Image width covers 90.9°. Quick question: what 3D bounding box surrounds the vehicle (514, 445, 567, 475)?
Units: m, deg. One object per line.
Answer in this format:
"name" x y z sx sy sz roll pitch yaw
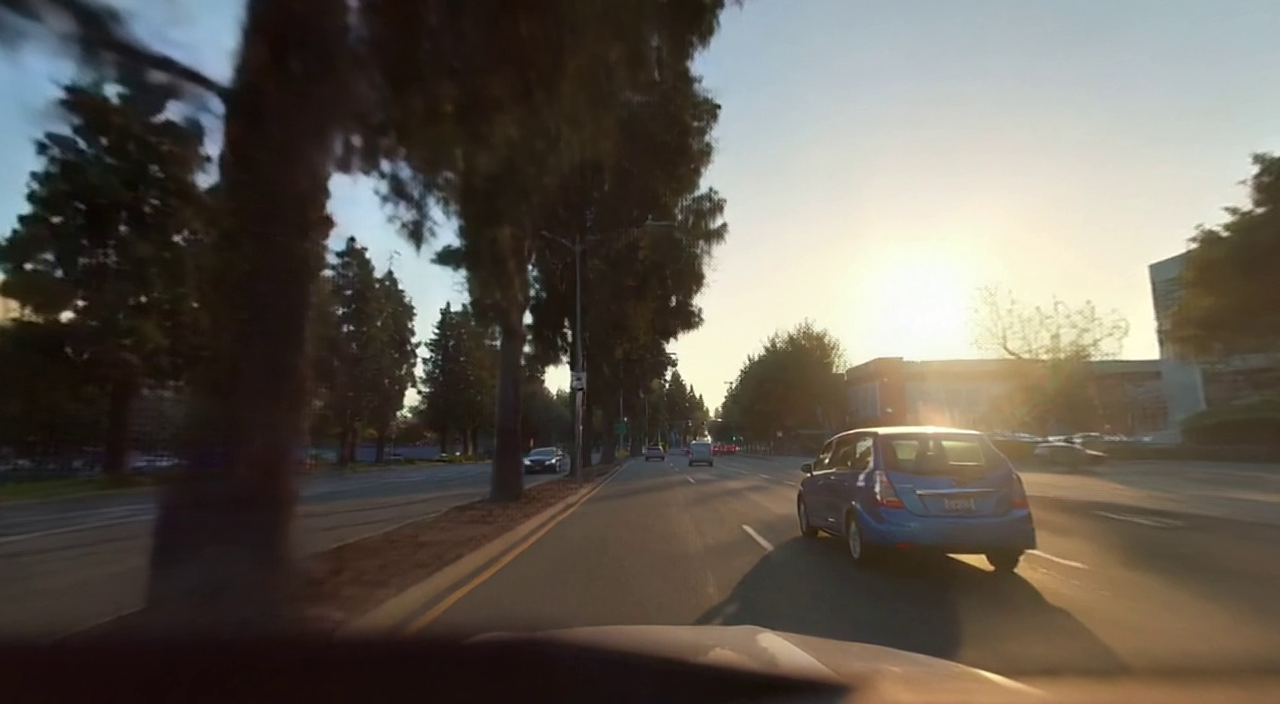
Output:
"vehicle" -5.129 5.607 33.014 1.953 1.462 4.297 -1 -8 2

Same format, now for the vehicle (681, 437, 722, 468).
"vehicle" 3.882 6.451 40.760 2.154 1.844 4.634 0 -8 0

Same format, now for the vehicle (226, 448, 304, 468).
"vehicle" -27.890 7.889 46.915 4.783 1.452 1.753 -1 -8 5

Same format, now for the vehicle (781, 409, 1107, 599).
"vehicle" 3.101 1.613 7.536 1.901 1.634 3.952 0 -8 0
